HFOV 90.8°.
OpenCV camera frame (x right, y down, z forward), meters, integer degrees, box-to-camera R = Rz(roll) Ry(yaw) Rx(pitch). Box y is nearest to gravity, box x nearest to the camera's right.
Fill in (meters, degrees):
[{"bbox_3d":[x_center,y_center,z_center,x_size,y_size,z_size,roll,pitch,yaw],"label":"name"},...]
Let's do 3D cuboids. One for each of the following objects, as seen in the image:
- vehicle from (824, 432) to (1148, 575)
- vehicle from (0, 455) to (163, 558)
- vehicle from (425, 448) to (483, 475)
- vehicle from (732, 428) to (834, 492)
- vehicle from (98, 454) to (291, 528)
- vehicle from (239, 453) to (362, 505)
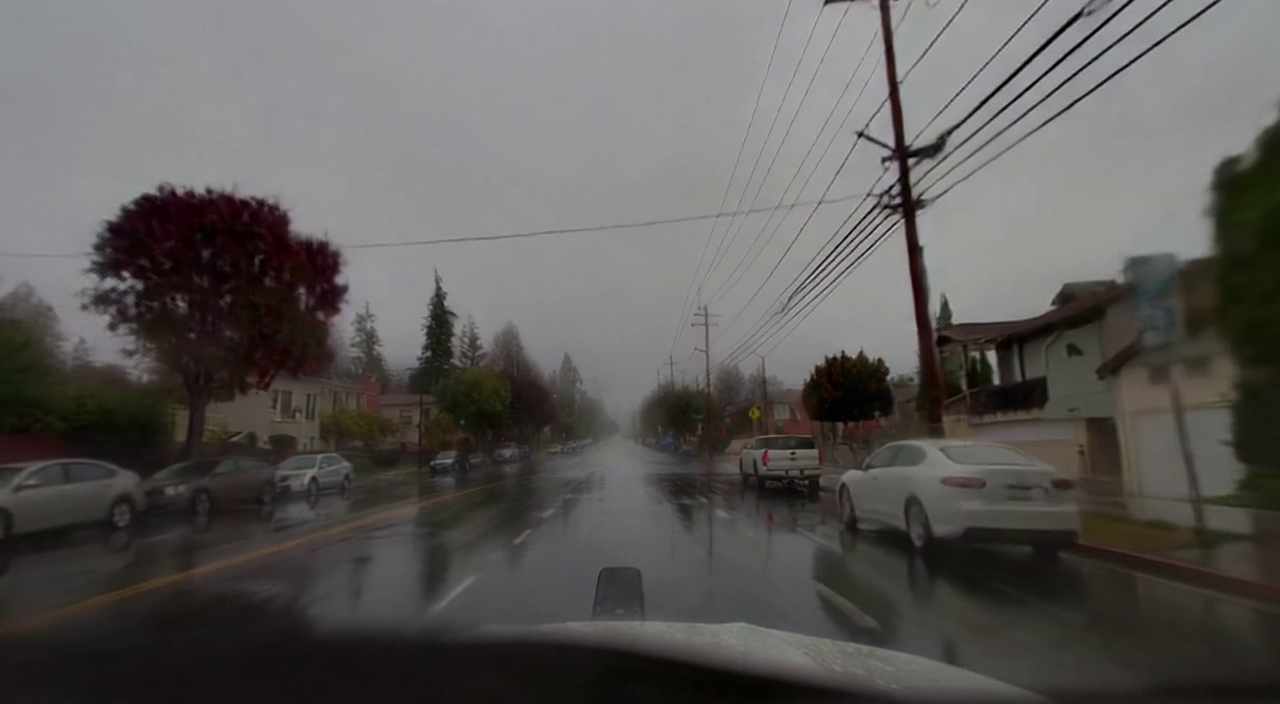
[{"bbox_3d":[4.275,1.913,8.883,1.989,1.471,4.460,0,-8,-1],"label":"vehicle"},{"bbox_3d":[-10.978,2.595,10.901,1.955,1.522,4.759,0,-8,-3],"label":"vehicle"},{"bbox_3d":[-11.416,6.740,39.081,1.970,1.523,4.702,0,-8,2],"label":"vehicle"},{"bbox_3d":[4.403,3.403,20.204,2.126,1.802,4.259,0,-8,-2],"label":"vehicle"},{"bbox_3d":[-11.013,3.406,16.131,1.804,1.513,4.450,0,-8,-2],"label":"vehicle"},{"bbox_3d":[-11.209,4.190,21.250,1.778,1.470,4.217,0,-8,0],"label":"vehicle"}]
